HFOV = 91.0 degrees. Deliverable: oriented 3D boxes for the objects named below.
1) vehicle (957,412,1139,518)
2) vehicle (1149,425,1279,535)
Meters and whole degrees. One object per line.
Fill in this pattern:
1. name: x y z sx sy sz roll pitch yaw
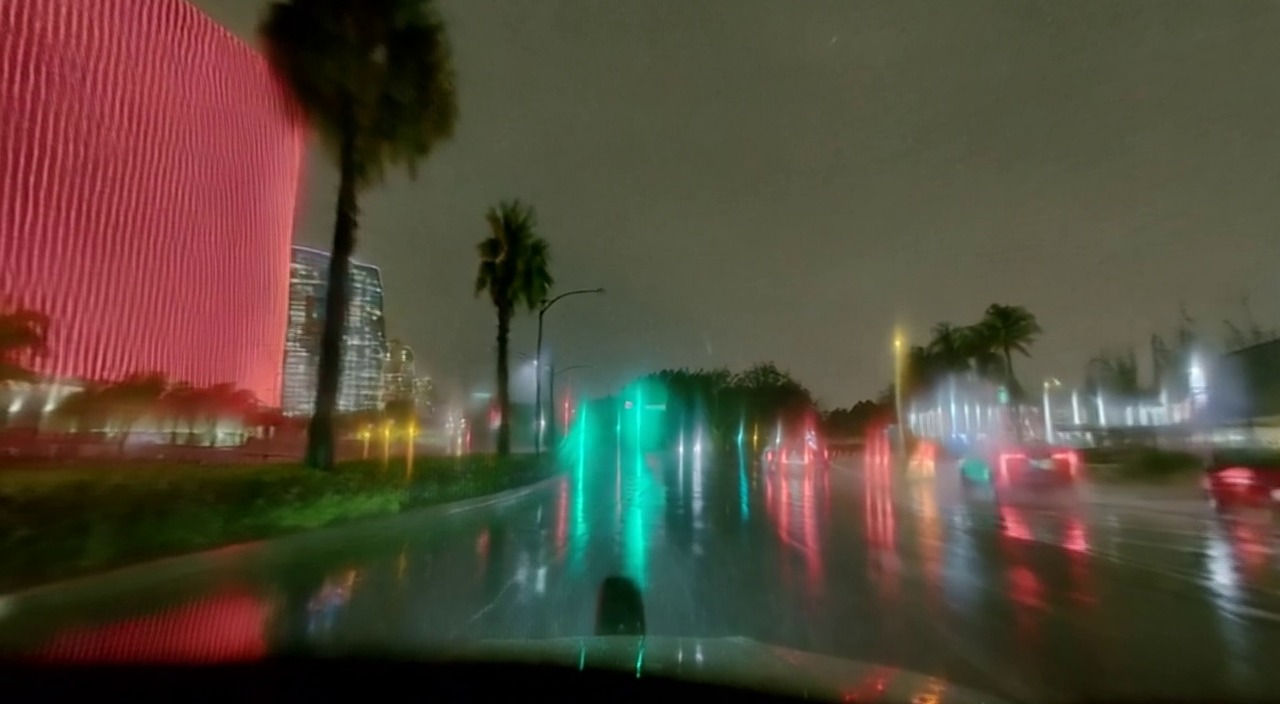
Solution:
1. vehicle: 9.335 2.522 14.688 1.813 2.150 3.038 4 -7 -17
2. vehicle: 13.770 2.920 14.626 2.219 2.342 1.744 0 -9 6
